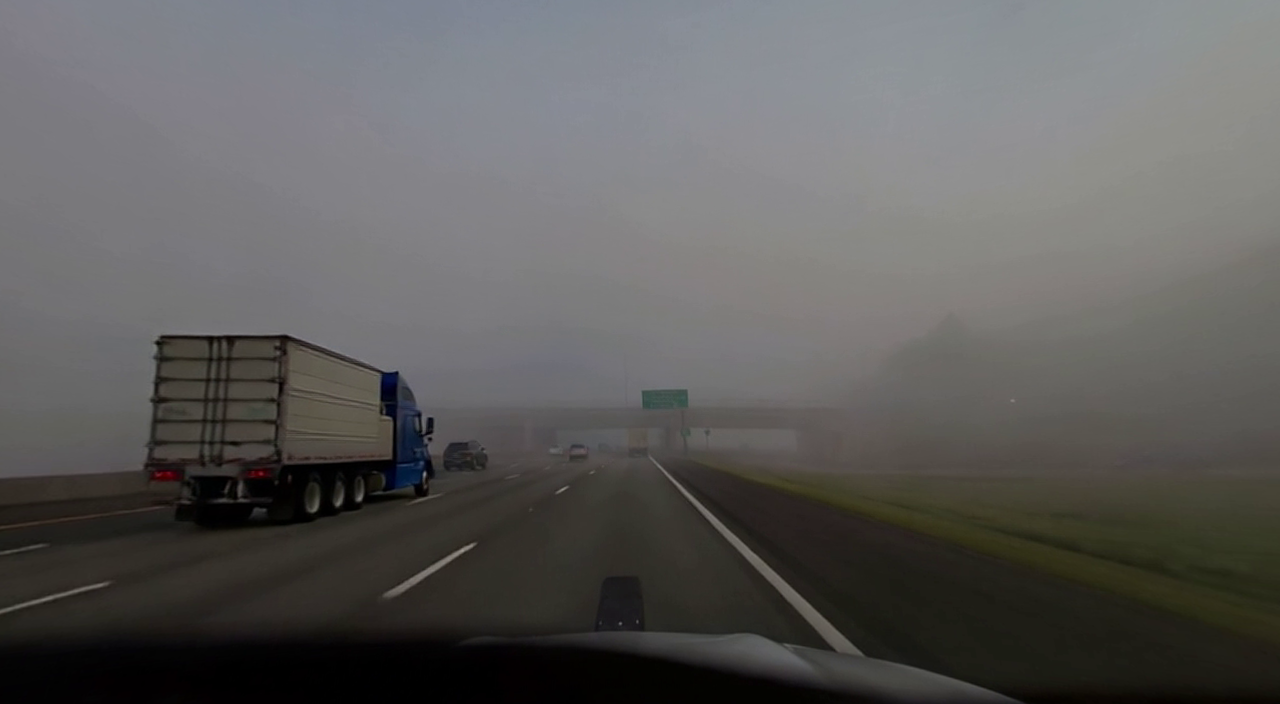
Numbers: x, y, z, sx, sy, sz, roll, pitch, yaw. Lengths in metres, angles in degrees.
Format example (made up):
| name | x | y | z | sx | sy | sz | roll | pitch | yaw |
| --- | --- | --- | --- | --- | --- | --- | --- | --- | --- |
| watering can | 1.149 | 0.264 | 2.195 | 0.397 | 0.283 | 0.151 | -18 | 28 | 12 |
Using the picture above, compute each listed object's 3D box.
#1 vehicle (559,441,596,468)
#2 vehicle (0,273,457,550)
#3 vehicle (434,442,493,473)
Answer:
| name | x | y | z | sx | sy | sz | roll | pitch | yaw |
| --- | --- | --- | --- | --- | --- | --- | --- | --- | --- |
| vehicle | -4.232 | 6.996 | 43.131 | 2.094 | 1.695 | 4.260 | 0 | -9 | 0 |
| vehicle | -7.251 | 1.542 | 13.938 | 3.303 | 3.868 | 10.298 | 0 | -9 | 0 |
| vehicle | -10.904 | 6.555 | 39.435 | 2.146 | 1.764 | 5.510 | 0 | -9 | 0 |
